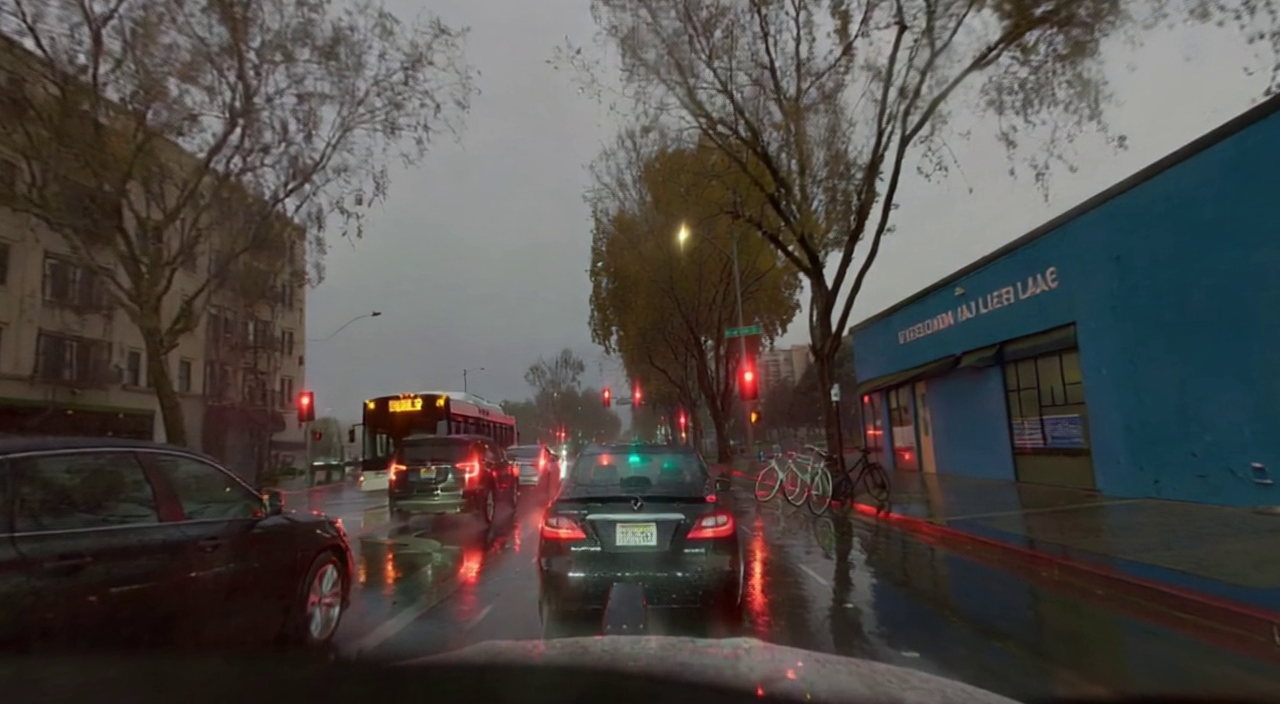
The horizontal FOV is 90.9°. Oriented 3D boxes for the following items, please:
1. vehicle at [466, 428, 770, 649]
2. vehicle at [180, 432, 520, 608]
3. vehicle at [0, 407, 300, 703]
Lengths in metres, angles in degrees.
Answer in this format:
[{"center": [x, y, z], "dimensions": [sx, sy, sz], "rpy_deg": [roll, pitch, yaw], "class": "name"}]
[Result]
[{"center": [-0.135, 1.530, 6.169], "dimensions": [2.031, 1.461, 3.763], "rpy_deg": [0, -8, 0], "class": "vehicle"}, {"center": [-2.908, 1.756, 7.635], "dimensions": [1.944, 1.481, 4.385], "rpy_deg": [0, -8, 1], "class": "vehicle"}, {"center": [-3.171, 0.876, 1.730], "dimensions": [1.867, 1.486, 4.452], "rpy_deg": [0, -8, 2], "class": "vehicle"}]
